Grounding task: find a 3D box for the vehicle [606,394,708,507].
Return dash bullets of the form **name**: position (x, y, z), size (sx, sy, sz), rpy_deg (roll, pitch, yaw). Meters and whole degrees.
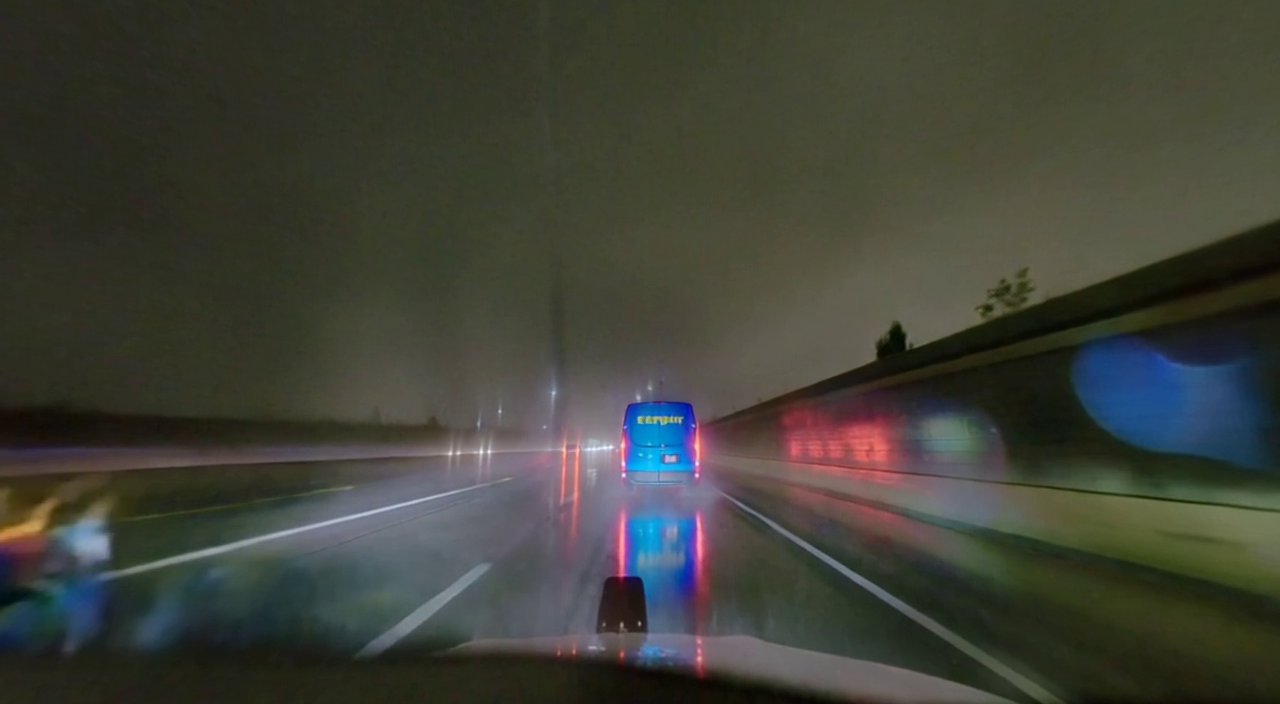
- **vehicle**: position (0.317, 2.667, 17.250), size (2.332, 2.558, 5.314), rpy_deg (0, -9, -2)
